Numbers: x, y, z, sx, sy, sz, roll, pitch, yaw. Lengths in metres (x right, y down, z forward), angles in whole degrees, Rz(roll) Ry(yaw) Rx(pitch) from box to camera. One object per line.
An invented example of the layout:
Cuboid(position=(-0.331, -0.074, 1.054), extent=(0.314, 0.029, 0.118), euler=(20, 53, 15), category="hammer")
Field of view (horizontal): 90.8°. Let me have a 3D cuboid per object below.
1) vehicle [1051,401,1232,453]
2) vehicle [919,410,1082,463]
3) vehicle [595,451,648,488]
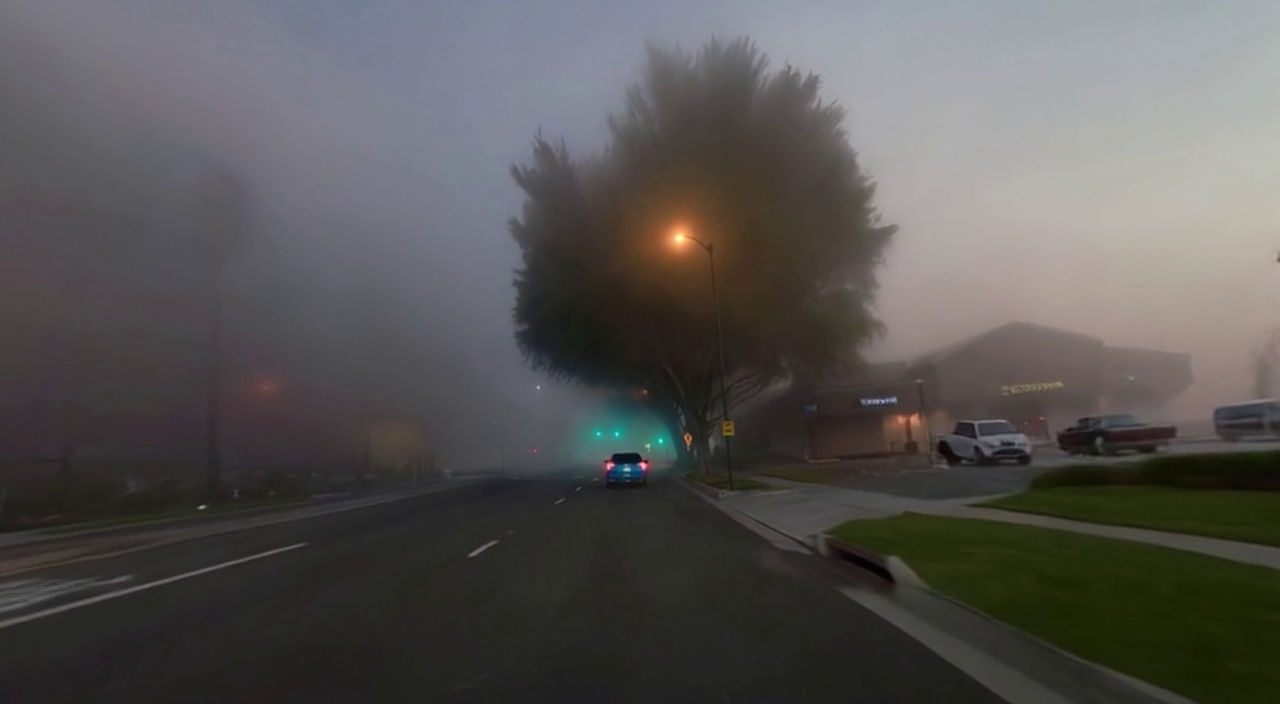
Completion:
Cuboid(position=(17.815, 2.789, 22.714), extent=(1.856, 1.665, 4.574), euler=(5, -11, -32), category="vehicle")
Cuboid(position=(12.571, 3.074, 22.360), extent=(1.873, 1.657, 4.557), euler=(5, -11, -30), category="vehicle")
Cuboid(position=(-0.788, 5.183, 28.142), extent=(2.156, 1.462, 4.495), euler=(0, -9, -1), category="vehicle")
